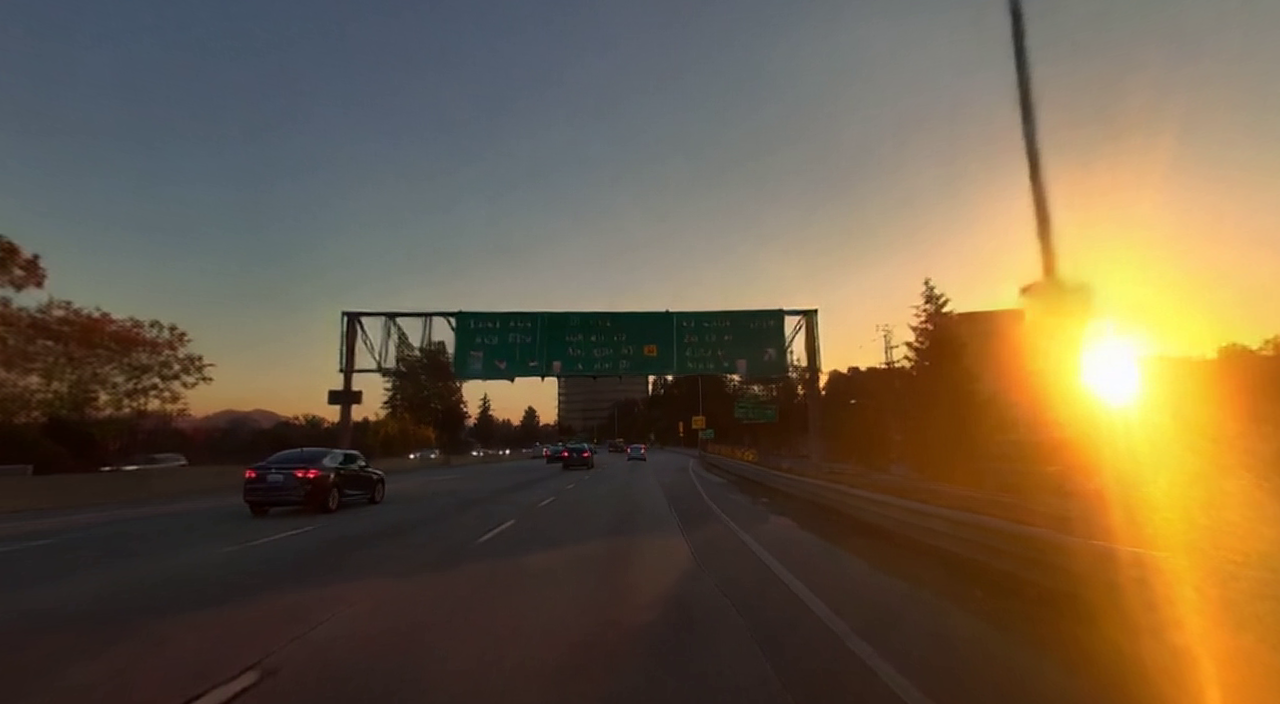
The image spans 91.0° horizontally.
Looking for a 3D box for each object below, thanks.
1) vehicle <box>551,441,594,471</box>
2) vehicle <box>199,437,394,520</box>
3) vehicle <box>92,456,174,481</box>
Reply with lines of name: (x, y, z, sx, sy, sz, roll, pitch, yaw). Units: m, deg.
vehicle: (-4.153, 6.424, 39.215, 2.158, 1.717, 4.375, 0, -8, 0)
vehicle: (-7.867, 2.899, 15.072, 2.071, 1.661, 4.540, 0, -8, 0)
vehicle: (-34.809, 8.000, 43.416, 1.836, 1.524, 4.523, 0, -8, 1)
